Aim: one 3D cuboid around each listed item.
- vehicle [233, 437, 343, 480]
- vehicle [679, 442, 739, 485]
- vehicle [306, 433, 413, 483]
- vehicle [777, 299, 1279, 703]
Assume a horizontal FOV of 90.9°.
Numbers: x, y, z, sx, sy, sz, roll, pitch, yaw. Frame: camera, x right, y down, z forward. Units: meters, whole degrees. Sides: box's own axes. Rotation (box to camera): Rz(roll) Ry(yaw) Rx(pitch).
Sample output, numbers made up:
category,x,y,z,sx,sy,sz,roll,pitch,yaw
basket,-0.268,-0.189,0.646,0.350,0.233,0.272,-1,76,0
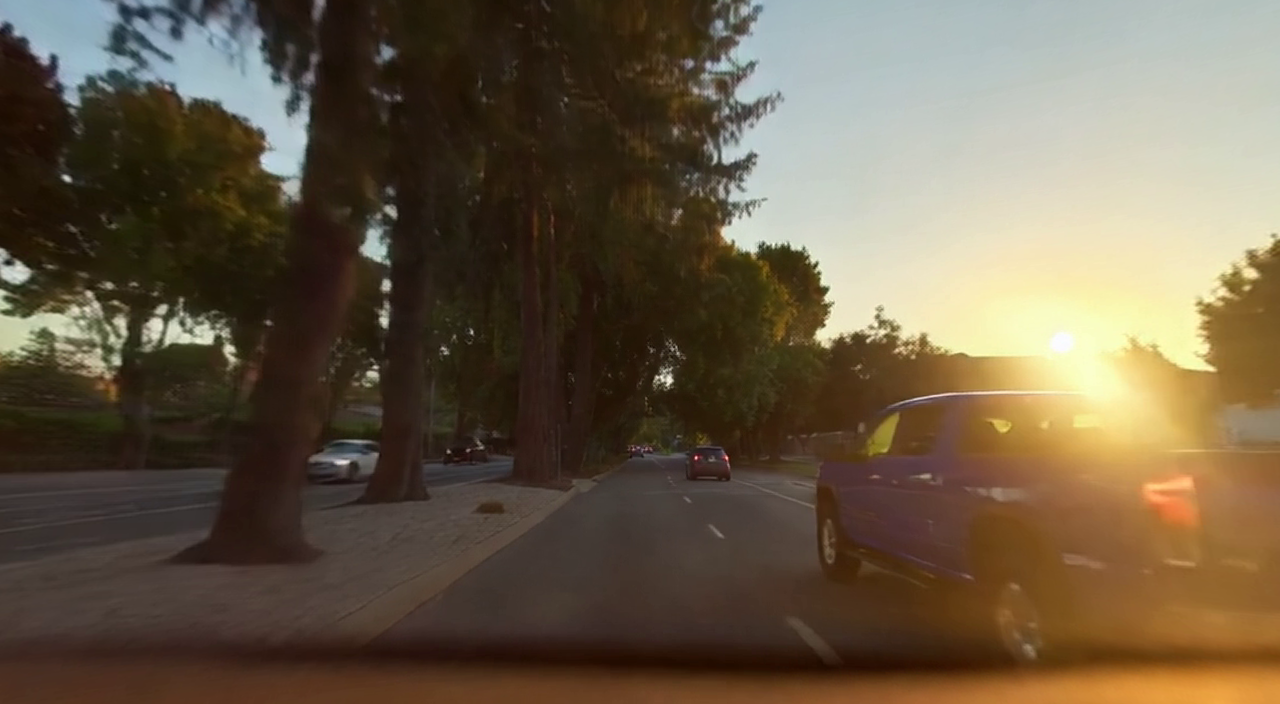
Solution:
category,x,y,z,sx,sy,sz,roll,pitch,yaw
vehicle,-14.128,4.311,25.641,1.996,1.599,4.193,0,-9,0
vehicle,2.946,4.916,28.084,2.108,1.712,4.616,0,-9,-1
vehicle,-10.994,4.183,25.160,2.013,1.777,4.810,0,-9,0
vehicle,2.996,1.202,4.934,2.553,1.942,5.679,0,-9,0
